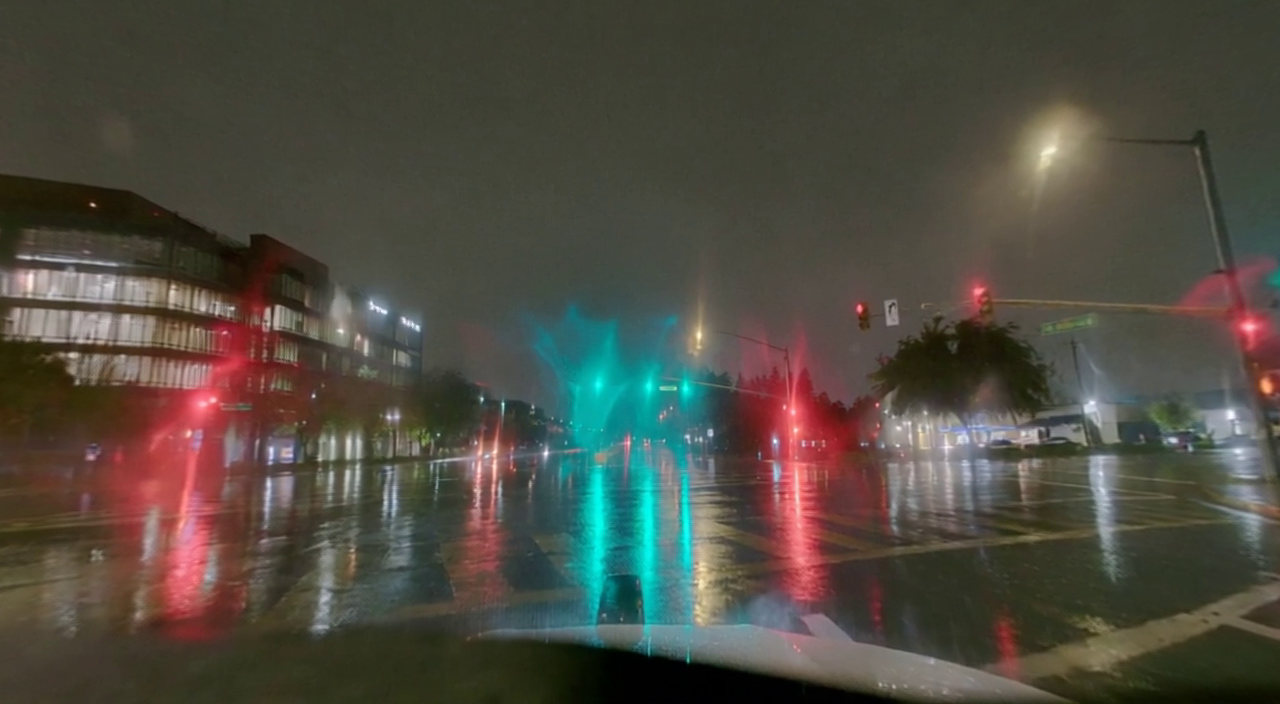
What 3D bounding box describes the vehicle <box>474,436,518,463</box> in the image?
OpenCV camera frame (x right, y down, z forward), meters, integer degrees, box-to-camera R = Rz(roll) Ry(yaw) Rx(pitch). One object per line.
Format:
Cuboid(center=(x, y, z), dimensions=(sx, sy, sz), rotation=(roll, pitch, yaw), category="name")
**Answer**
Cuboid(center=(-9.737, 6.624, 43.019), dimensions=(1.988, 1.692, 4.412), rotation=(0, -8, 0), category="vehicle")
